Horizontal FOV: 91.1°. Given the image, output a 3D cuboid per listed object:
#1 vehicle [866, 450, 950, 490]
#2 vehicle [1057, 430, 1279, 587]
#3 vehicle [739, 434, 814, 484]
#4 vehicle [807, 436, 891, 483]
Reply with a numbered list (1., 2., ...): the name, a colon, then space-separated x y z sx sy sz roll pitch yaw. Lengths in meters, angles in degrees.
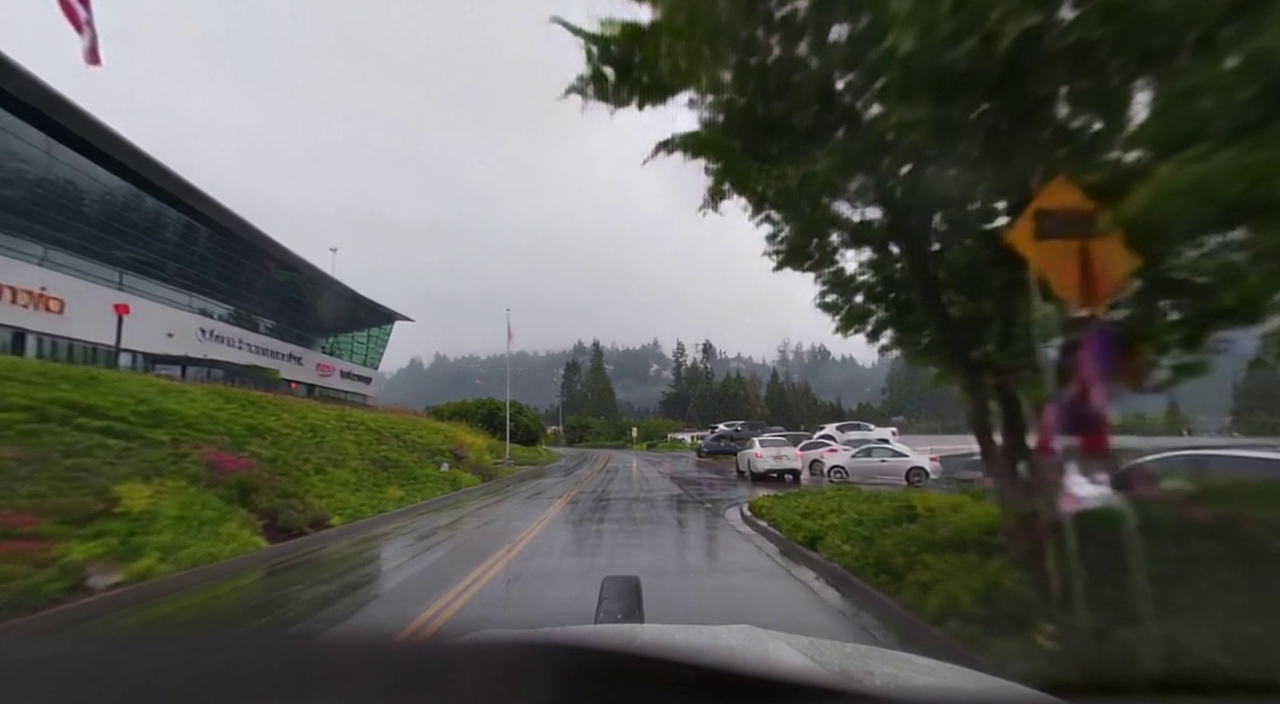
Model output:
1. vehicle: 10.871 4.793 25.802 1.819 1.494 3.834 -1 -9 1
2. vehicle: 8.889 2.135 9.031 2.113 1.945 4.546 1 -9 -10
3. vehicle: 5.577 4.432 26.223 1.977 1.860 4.237 0 -9 -3
4. vehicle: 8.354 4.346 25.632 1.924 1.713 4.627 -1 -9 2
